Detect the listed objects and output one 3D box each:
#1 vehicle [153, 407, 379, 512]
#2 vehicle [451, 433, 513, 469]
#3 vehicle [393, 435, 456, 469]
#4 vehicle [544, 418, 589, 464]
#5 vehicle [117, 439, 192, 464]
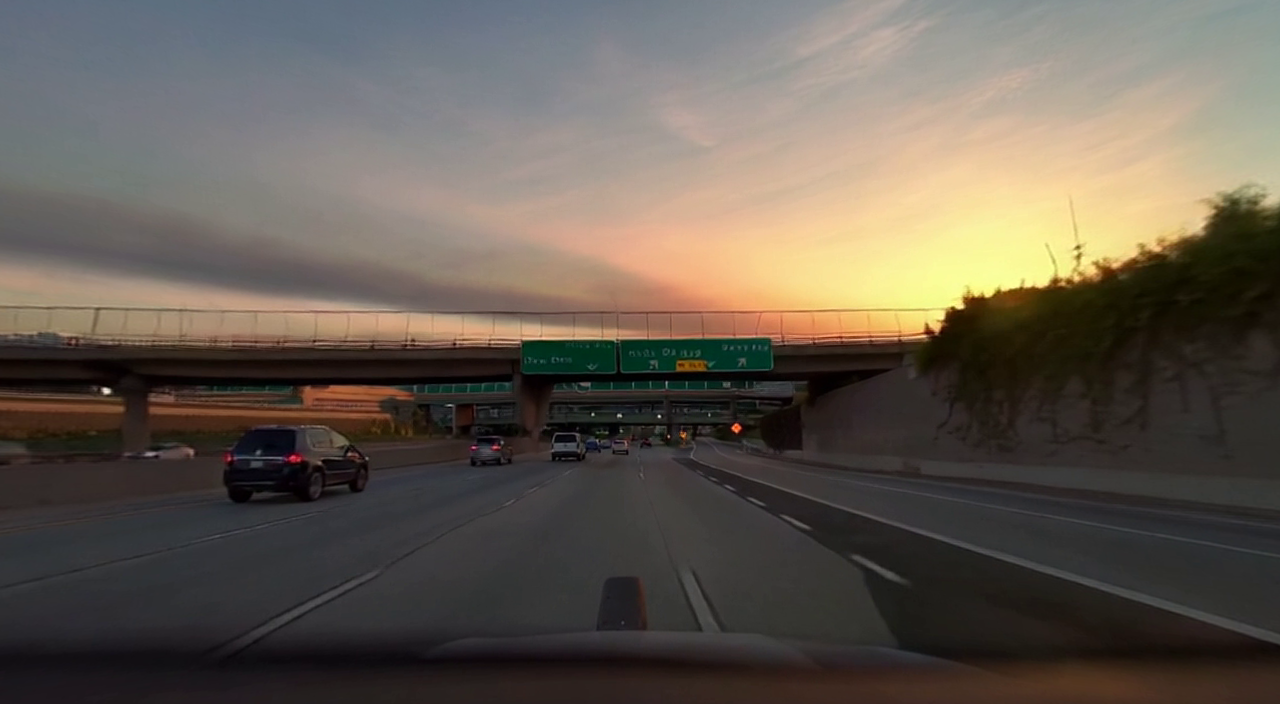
[{"bbox_3d":[-7.917,2.335,14.033,2.179,1.948,4.618,0,-8,0],"label":"vehicle"},{"bbox_3d":[-8.276,5.249,33.422,2.109,1.784,4.709,0,-8,-1],"label":"vehicle"},{"bbox_3d":[-11.583,5.391,34.037,1.900,1.726,4.236,0,-8,-1],"label":"vehicle"},{"bbox_3d":[-4.800,5.986,42.082,2.301,2.843,6.458,0,-8,-1],"label":"vehicle"},{"bbox_3d":[-37.832,7.772,49.062,2.125,1.820,4.546,0,-8,0],"label":"vehicle"}]
